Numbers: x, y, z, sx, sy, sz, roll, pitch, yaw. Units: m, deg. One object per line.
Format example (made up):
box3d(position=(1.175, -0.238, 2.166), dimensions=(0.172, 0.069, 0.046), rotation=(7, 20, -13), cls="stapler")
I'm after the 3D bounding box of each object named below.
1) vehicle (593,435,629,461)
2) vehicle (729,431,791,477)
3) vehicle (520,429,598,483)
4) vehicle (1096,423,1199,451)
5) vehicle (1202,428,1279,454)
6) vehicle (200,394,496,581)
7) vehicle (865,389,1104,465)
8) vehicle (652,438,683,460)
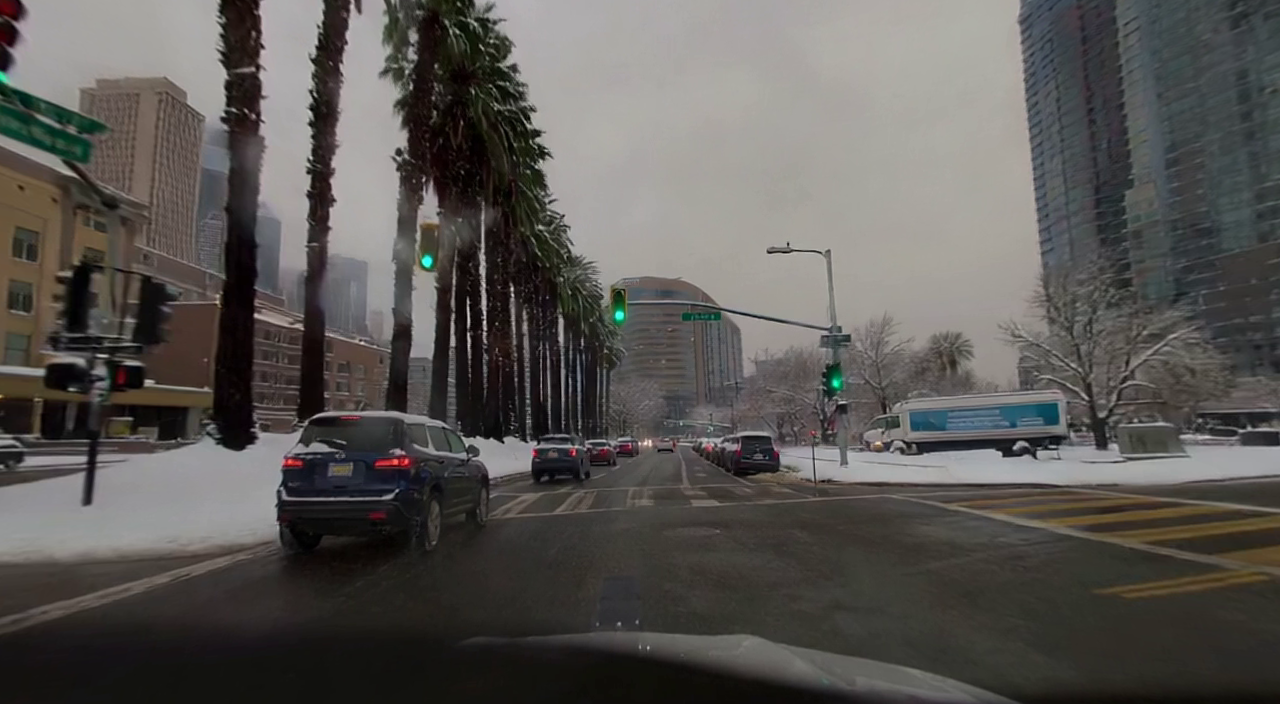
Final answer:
box3d(position=(-1.895, 6.485, 42.488), dimensions=(1.955, 1.637, 4.243), rotation=(0, -8, 3), cls="vehicle")
box3d(position=(4.966, 4.281, 26.719), dimensions=(1.965, 1.735, 4.835), rotation=(0, -8, 3), cls="vehicle")
box3d(position=(-2.783, 3.715, 22.738), dimensions=(2.014, 1.740, 4.392), rotation=(0, -8, 3), cls="vehicle")
box3d(position=(32.745, 5.564, 40.782), dimensions=(1.994, 1.685, 4.655), rotation=(2, -9, -20), cls="vehicle")
box3d(position=(35.289, 5.045, 35.630), dimensions=(1.754, 1.398, 4.750), rotation=(4, -9, -25), cls="vehicle")
box3d(position=(-3.332, 1.620, 8.300), dimensions=(1.800, 1.797, 4.224), rotation=(0, -8, 1), cls="vehicle")
box3d(position=(17.674, 4.135, 33.149), dimensions=(10.428, 3.452, 2.869), rotation=(-8, -11, 39), cls="vehicle")
box3d(position=(1.906, 6.731, 43.672), dimensions=(2.036, 1.461, 3.890), rotation=(0, -8, 3), cls="vehicle")
